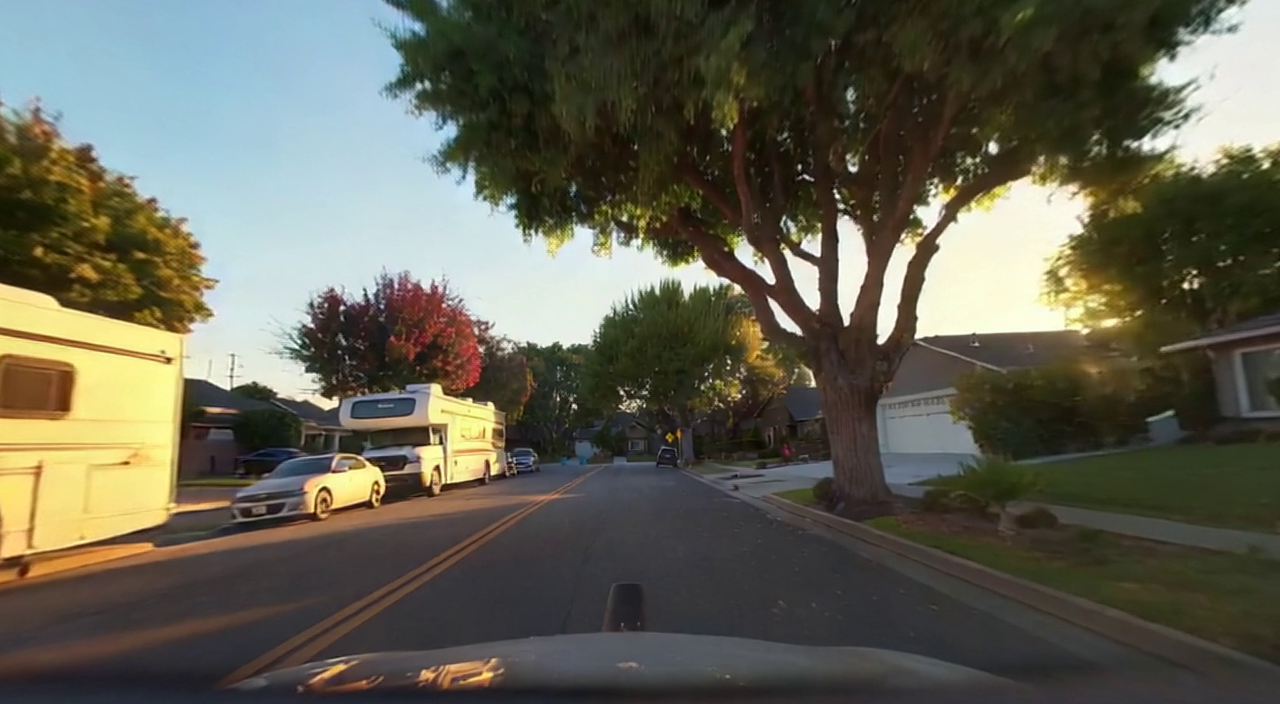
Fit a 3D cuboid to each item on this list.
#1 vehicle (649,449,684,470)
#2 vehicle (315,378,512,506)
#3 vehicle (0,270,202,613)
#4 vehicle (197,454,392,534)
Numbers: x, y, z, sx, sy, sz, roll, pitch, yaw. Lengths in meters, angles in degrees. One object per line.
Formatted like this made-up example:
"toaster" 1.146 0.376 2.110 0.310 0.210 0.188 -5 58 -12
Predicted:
"vehicle" 1.932 7.978 47.076 2.167 1.479 4.597 1 -8 -3
"vehicle" -7.432 3.477 23.394 3.103 3.479 11.801 -1 -10 -1
"vehicle" -7.334 0.533 3.861 2.889 3.119 8.837 0 -8 0
"vehicle" -7.462 3.068 14.319 1.932 1.438 4.552 0 -8 -1
